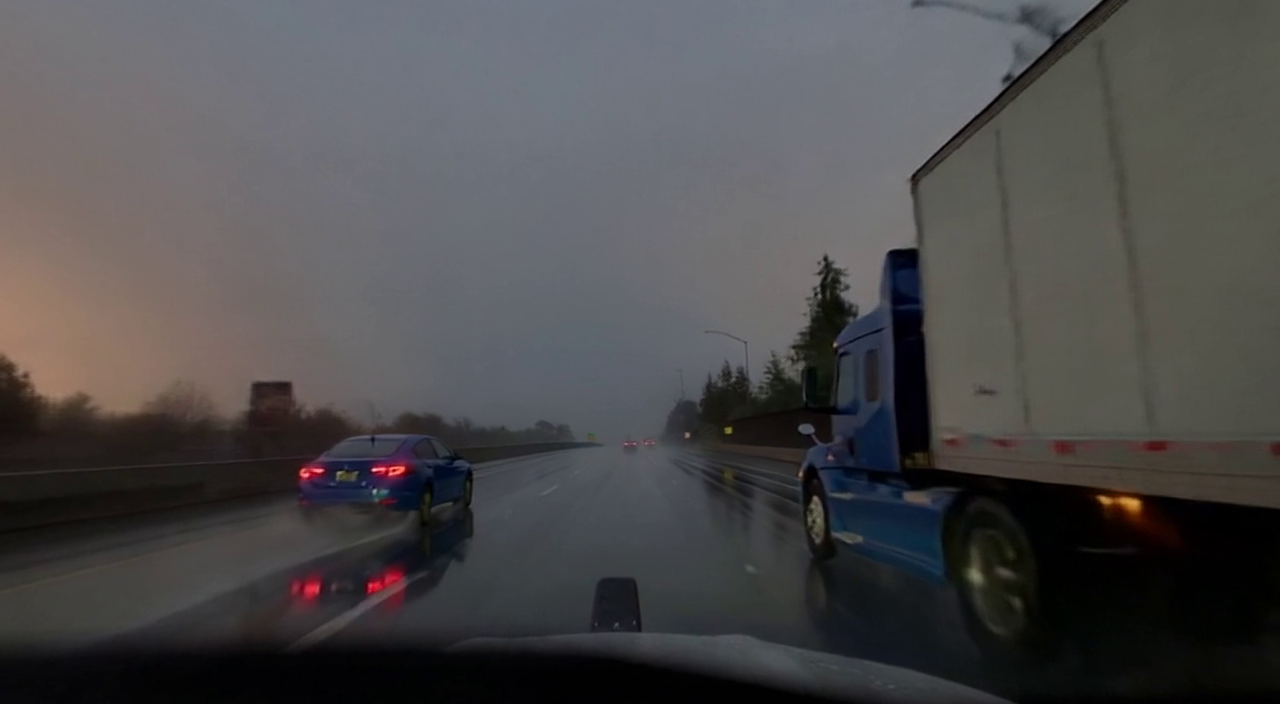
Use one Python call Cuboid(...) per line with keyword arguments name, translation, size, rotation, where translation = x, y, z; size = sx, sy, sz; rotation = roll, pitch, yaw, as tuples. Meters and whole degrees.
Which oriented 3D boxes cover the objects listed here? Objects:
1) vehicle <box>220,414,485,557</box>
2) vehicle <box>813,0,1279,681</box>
Cuboid(name="vehicle", translation=(-3.933, 1.881, 9.683), size=(2.063, 1.661, 4.439), rotation=(0, -8, -2))
Cuboid(name="vehicle", translation=(3.872, -0.291, 5.090), size=(2.945, 3.778, 6.405), rotation=(0, -7, -1))
